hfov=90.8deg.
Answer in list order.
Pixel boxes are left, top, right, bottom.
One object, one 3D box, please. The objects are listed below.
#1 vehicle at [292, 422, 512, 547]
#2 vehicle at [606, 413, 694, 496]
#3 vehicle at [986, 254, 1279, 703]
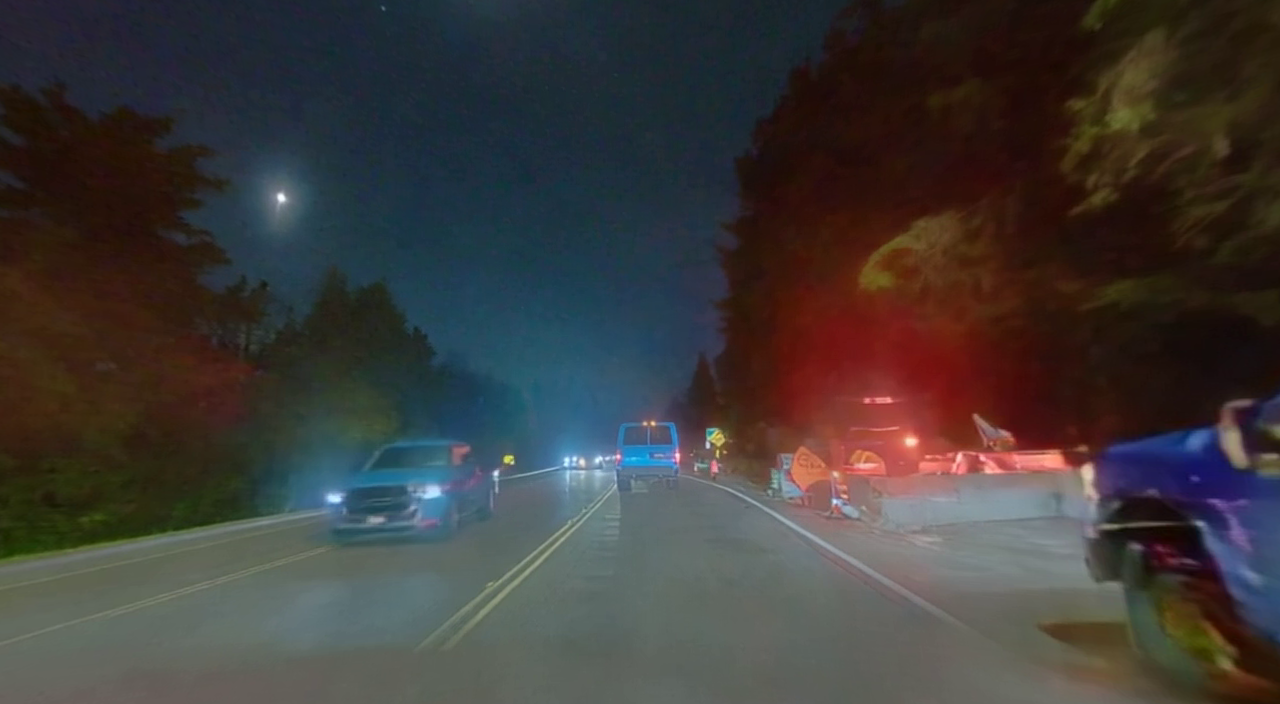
[{"bbox_3d":[-4.049,2.353,11.971,2.230,1.842,5.014,0,-9,0],"label":"vehicle"},{"bbox_3d":[0.345,3.151,19.653,2.362,2.247,4.892,0,-9,2],"label":"vehicle"},{"bbox_3d":[3.834,0.395,0.776,2.833,2.033,7.668,0,-9,3],"label":"vehicle"}]
